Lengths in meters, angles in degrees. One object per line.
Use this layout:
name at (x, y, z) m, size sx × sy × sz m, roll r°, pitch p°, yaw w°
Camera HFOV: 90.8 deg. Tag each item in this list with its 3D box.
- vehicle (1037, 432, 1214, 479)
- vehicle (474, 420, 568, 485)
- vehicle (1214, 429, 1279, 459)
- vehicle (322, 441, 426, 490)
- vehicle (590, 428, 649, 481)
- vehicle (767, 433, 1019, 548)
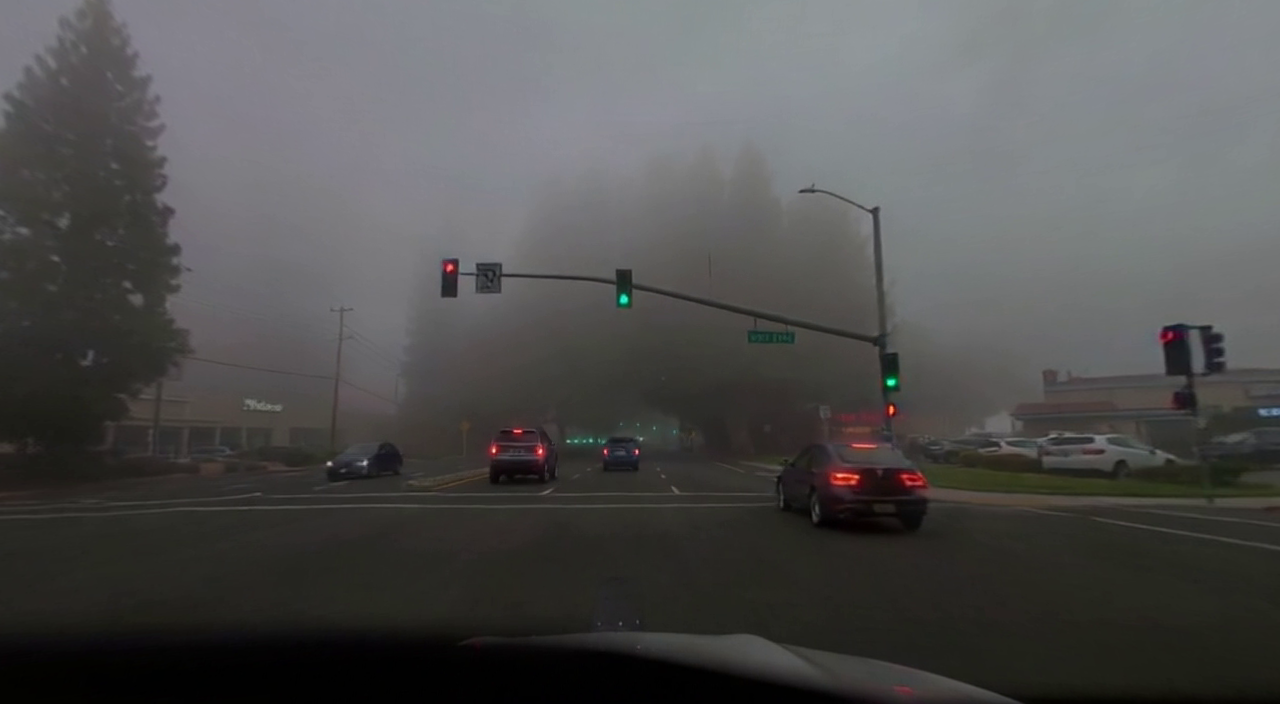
vehicle at (18.975, 4.048, 24.892) m, size 5.209 × 1.743 × 2.081 m, roll 0°, pitch -8°, yaw 0°
vehicle at (-4.021, 3.529, 22.436) m, size 2.252 × 1.999 × 5.605 m, roll 0°, pitch -8°, yaw 0°
vehicle at (31.713, 4.581, 31.496) m, size 4.347 × 1.457 × 1.785 m, roll 0°, pitch -8°, yaw 0°
vehicle at (-9.223, 3.930, 22.333) m, size 1.867 × 1.427 × 4.371 m, roll -3°, pitch -8°, yaw -1°
vehicle at (-0.737, 3.874, 23.994) m, size 2.061 × 1.809 × 4.141 m, roll 0°, pitch -8°, yaw -1°
vehicle at (3.707, 2.108, 10.384) m, size 2.207 × 1.447 × 4.418 m, roll 0°, pitch -8°, yaw -2°
